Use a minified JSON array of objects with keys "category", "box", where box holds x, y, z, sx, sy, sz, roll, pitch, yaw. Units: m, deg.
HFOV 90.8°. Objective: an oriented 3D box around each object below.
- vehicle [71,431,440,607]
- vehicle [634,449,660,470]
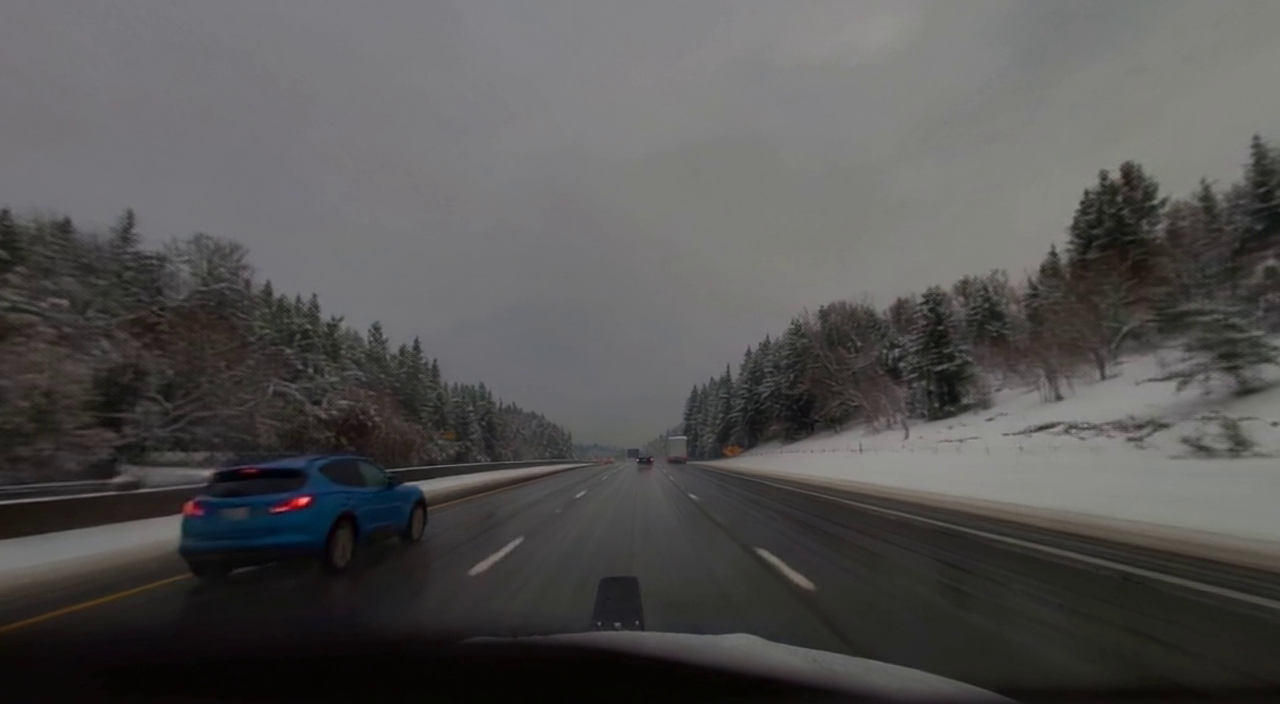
[{"category":"vehicle","box":[-4.022,1.778,7.567,1.927,1.530,3.874,0,-9,1]},{"category":"vehicle","box":[0.559,8.496,49.888,2.006,1.586,3.915,0,-9,1]}]
